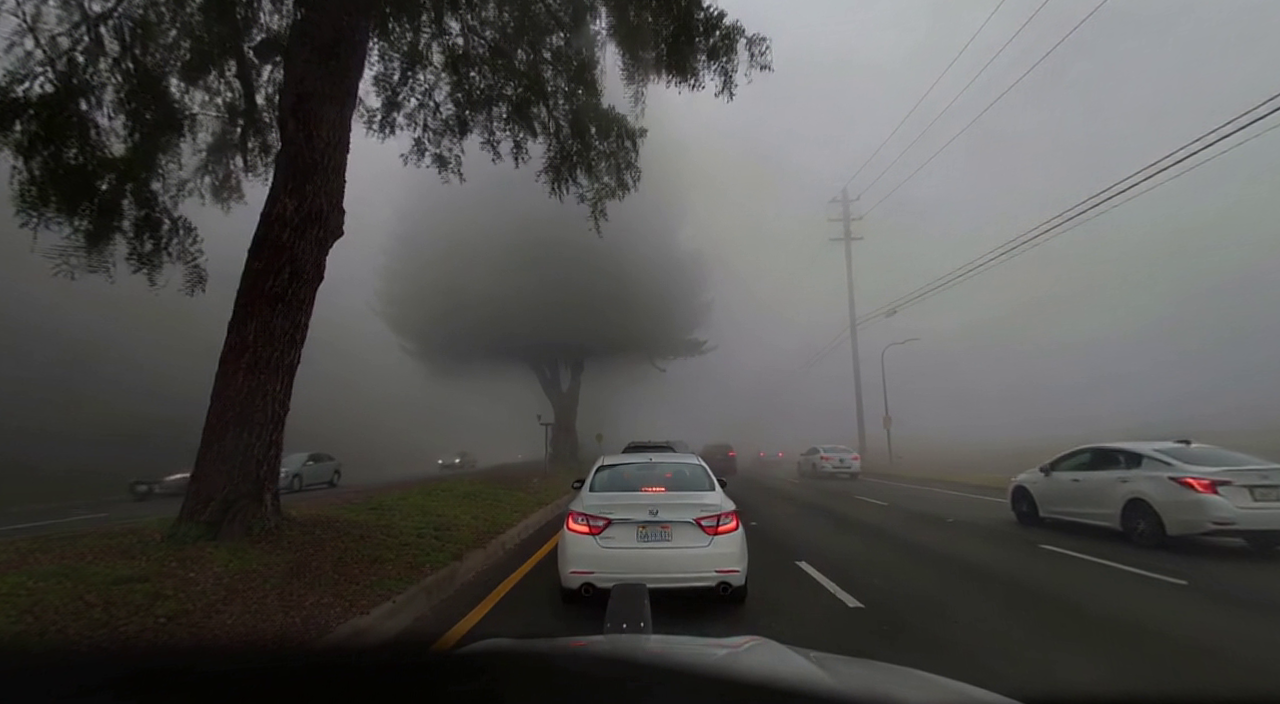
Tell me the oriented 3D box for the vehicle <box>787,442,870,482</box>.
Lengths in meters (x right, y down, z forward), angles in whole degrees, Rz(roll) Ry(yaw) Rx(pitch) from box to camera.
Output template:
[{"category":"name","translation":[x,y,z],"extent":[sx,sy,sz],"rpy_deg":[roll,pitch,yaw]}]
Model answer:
[{"category":"vehicle","translation":[7.460,4.369,25.441],"extent":[1.899,1.458,4.499],"rpy_deg":[0,-8,0]}]

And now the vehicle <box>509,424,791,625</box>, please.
[{"category":"vehicle","translation":[0.071,1.586,6.762],"extent":[2.108,1.479,3.935],"rpy_deg":[0,-8,0]}]

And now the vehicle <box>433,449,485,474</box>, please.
[{"category":"vehicle","translation":[-11.824,7.152,41.522],"extent":[1.988,1.486,4.586],"rpy_deg":[0,-8,1]}]

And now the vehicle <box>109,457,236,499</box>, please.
[{"category":"vehicle","translation":[-19.244,5.172,26.282],"extent":[1.853,1.489,4.449],"rpy_deg":[0,-8,0]}]

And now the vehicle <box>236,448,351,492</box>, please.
[{"category":"vehicle","translation":[-14.986,5.104,27.685],"extent":[2.291,1.682,4.835],"rpy_deg":[0,-8,0]}]

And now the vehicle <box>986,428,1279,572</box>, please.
[{"category":"vehicle","translation":[7.023,1.861,8.823],"extent":[1.850,1.480,4.474],"rpy_deg":[0,-8,1]}]
